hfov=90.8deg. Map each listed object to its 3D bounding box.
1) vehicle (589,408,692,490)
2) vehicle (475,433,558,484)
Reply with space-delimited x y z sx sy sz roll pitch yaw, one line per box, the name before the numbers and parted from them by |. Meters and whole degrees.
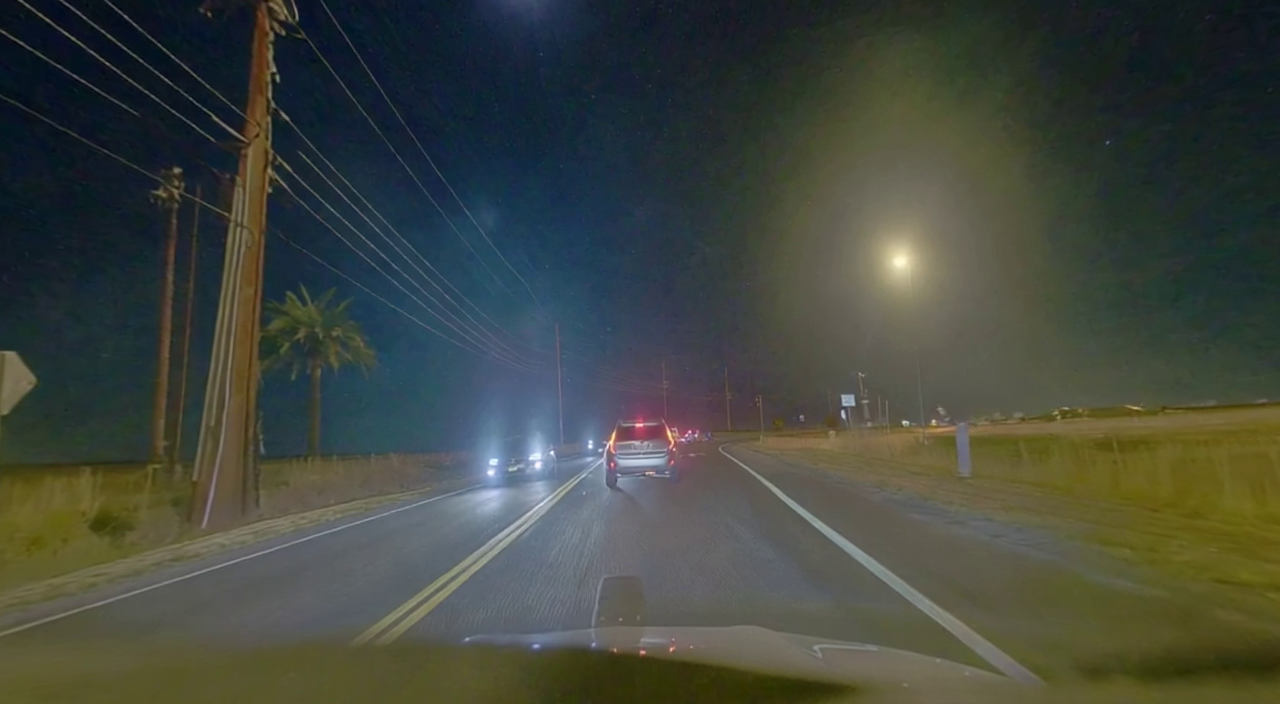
vehicle | -0.035 2.569 16.885 2.364 1.859 4.538 0 -8 -1
vehicle | -4.193 3.674 22.076 2.079 1.606 3.775 0 -8 0
